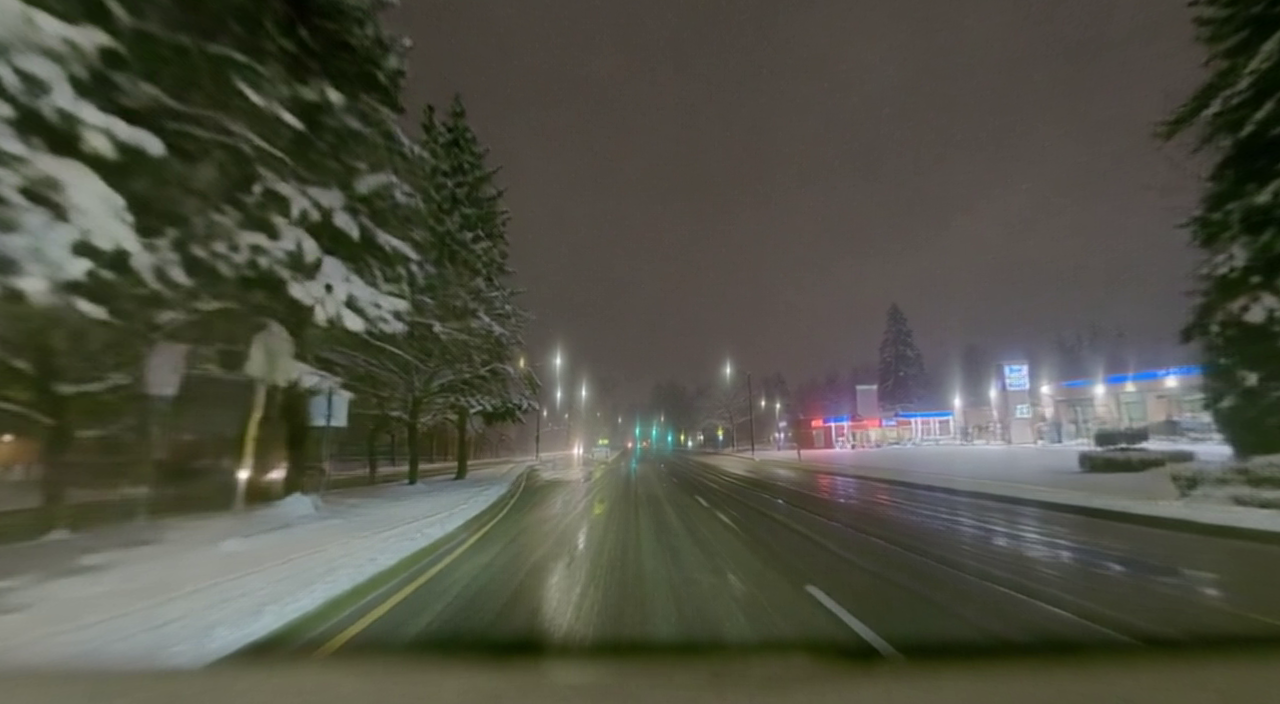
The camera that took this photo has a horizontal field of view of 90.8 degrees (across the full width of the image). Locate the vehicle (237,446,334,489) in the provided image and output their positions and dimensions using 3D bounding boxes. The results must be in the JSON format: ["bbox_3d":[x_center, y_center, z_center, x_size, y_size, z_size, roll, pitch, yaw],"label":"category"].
[{"bbox_3d":[-12.890,4.197,23.226,1.608,1.402,3.620,-1,-9,-3],"label":"vehicle"}]
